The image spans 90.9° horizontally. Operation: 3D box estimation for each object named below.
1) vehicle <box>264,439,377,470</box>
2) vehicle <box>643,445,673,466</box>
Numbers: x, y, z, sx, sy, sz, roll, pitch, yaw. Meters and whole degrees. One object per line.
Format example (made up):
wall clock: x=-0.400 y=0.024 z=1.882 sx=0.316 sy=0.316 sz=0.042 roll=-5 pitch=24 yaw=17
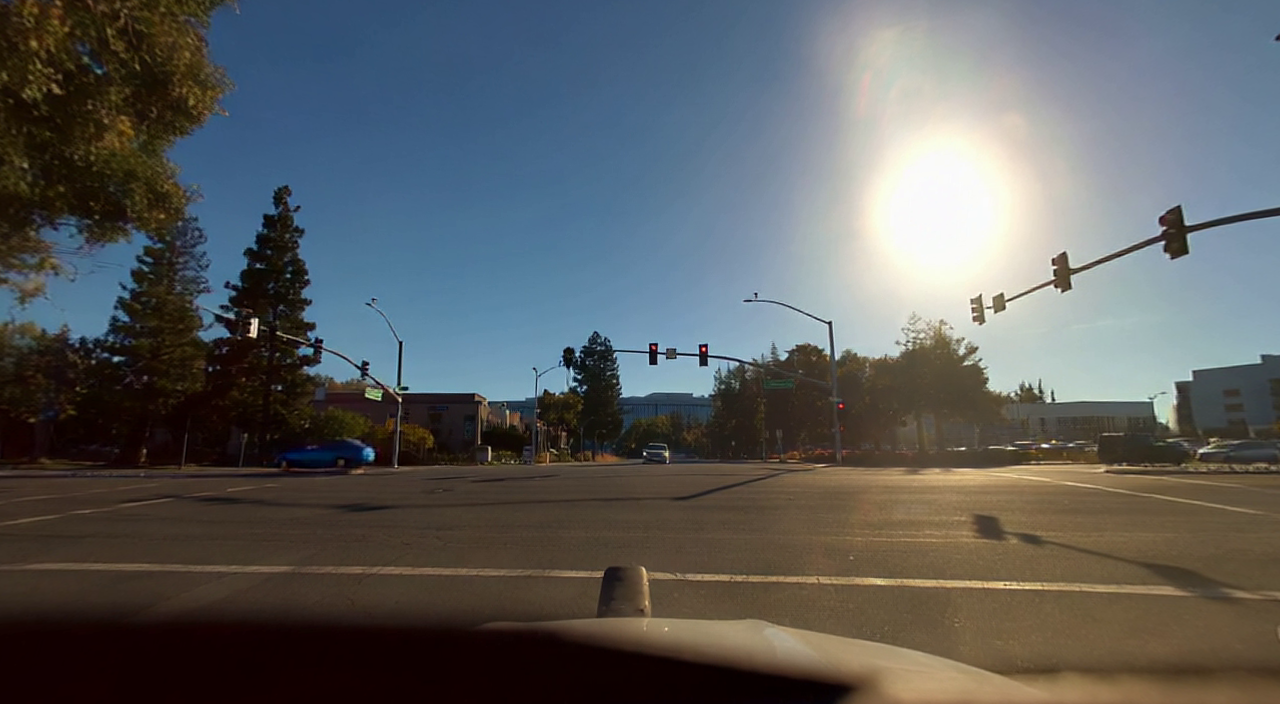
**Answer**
vehicle: x=-15.973 y=5.154 z=31.664 sx=4.681 sy=1.465 sz=1.820 roll=0 pitch=-9 yaw=1
vehicle: x=1.280 y=7.633 z=46.465 sx=2.132 sy=1.449 sz=4.235 roll=0 pitch=-9 yaw=0
